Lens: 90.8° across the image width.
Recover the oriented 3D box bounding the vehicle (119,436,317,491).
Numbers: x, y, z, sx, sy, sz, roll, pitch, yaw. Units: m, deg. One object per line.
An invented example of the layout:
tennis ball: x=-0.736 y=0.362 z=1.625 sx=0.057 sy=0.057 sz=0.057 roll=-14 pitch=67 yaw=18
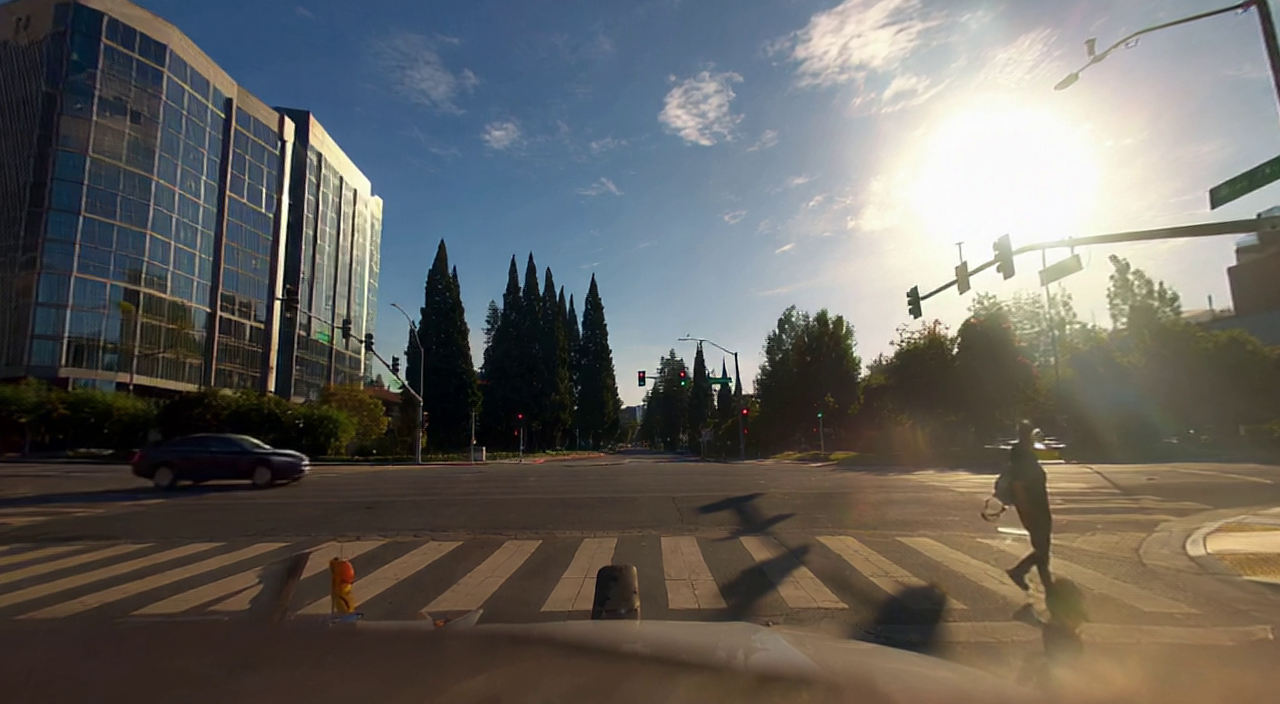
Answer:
vehicle: x=-12.382 y=3.283 z=18.770 sx=4.502 sy=1.512 sz=1.917 roll=0 pitch=-9 yaw=0
